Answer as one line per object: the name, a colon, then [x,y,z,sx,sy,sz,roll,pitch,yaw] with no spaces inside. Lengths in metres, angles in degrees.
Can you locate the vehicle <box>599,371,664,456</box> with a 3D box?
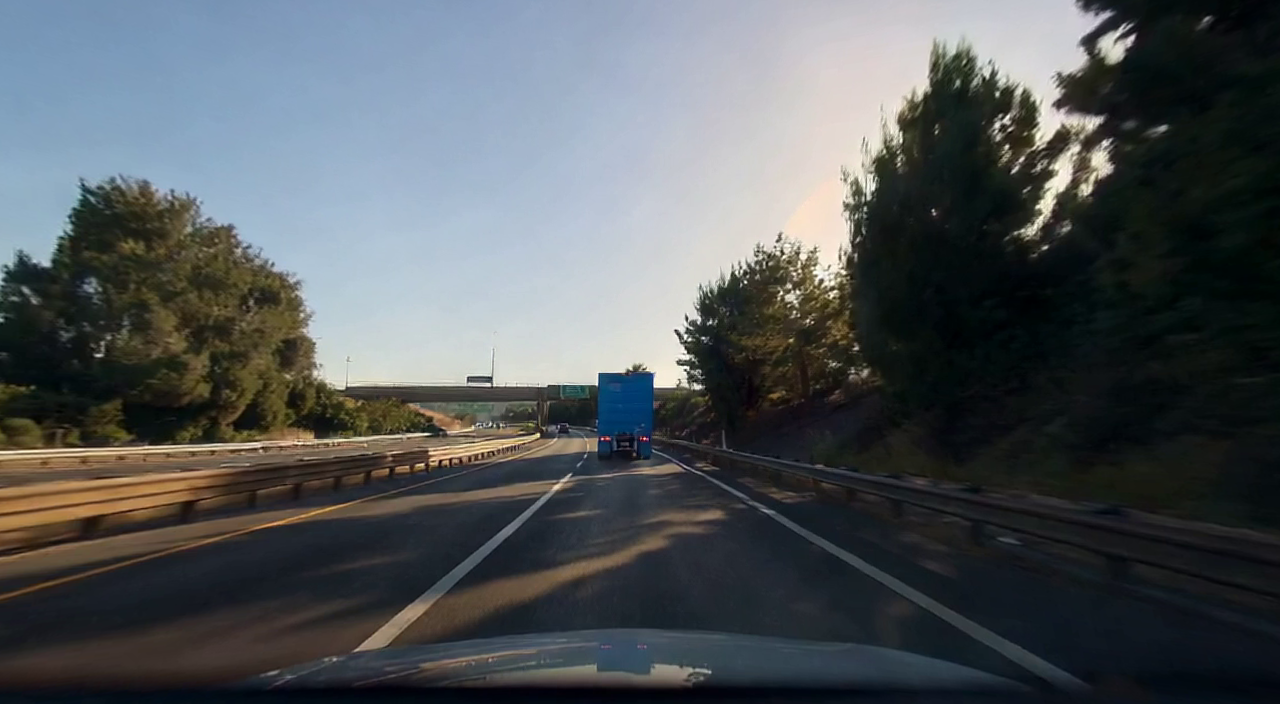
vehicle: [-0.701,3.580,34.626,3.023,3.965,10.402,0,-8,-3]
